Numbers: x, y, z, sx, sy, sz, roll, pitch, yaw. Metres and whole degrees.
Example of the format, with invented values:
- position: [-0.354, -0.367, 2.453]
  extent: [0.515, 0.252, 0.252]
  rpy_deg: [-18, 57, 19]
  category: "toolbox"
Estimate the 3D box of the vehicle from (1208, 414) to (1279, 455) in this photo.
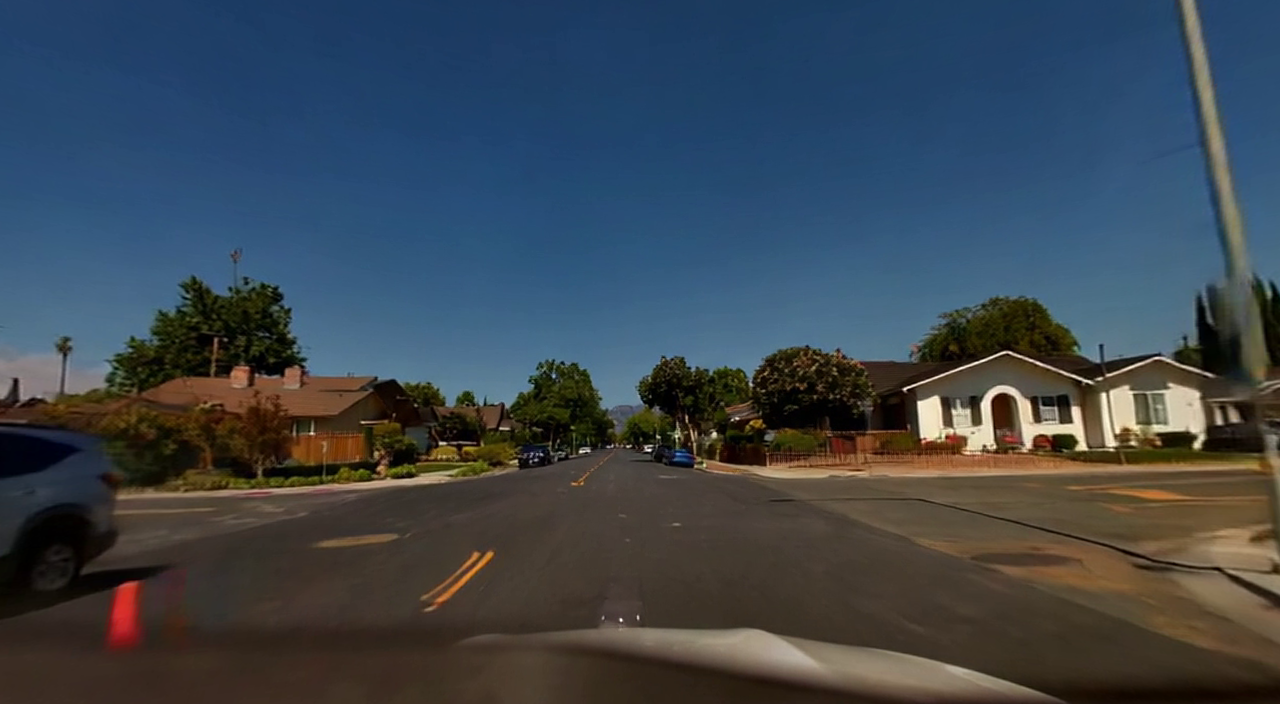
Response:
- position: [29.657, 3.815, 29.307]
  extent: [1.923, 1.805, 4.876]
  rpy_deg: [-1, -6, -1]
  category: "vehicle"

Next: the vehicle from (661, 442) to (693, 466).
- position: [2.628, 7.295, 45.482]
  extent: [1.896, 1.602, 4.571]
  rpy_deg: [0, -8, -1]
  category: "vehicle"

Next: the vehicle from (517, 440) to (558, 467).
- position: [-7.697, 7.701, 47.912]
  extent: [2.266, 1.877, 5.167]
  rpy_deg: [-1, -9, 0]
  category: "vehicle"

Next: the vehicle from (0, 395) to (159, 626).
- position: [-6.142, 1.255, 4.663]
  extent: [2.087, 1.835, 4.445]
  rpy_deg: [-1, -7, -7]
  category: "vehicle"
